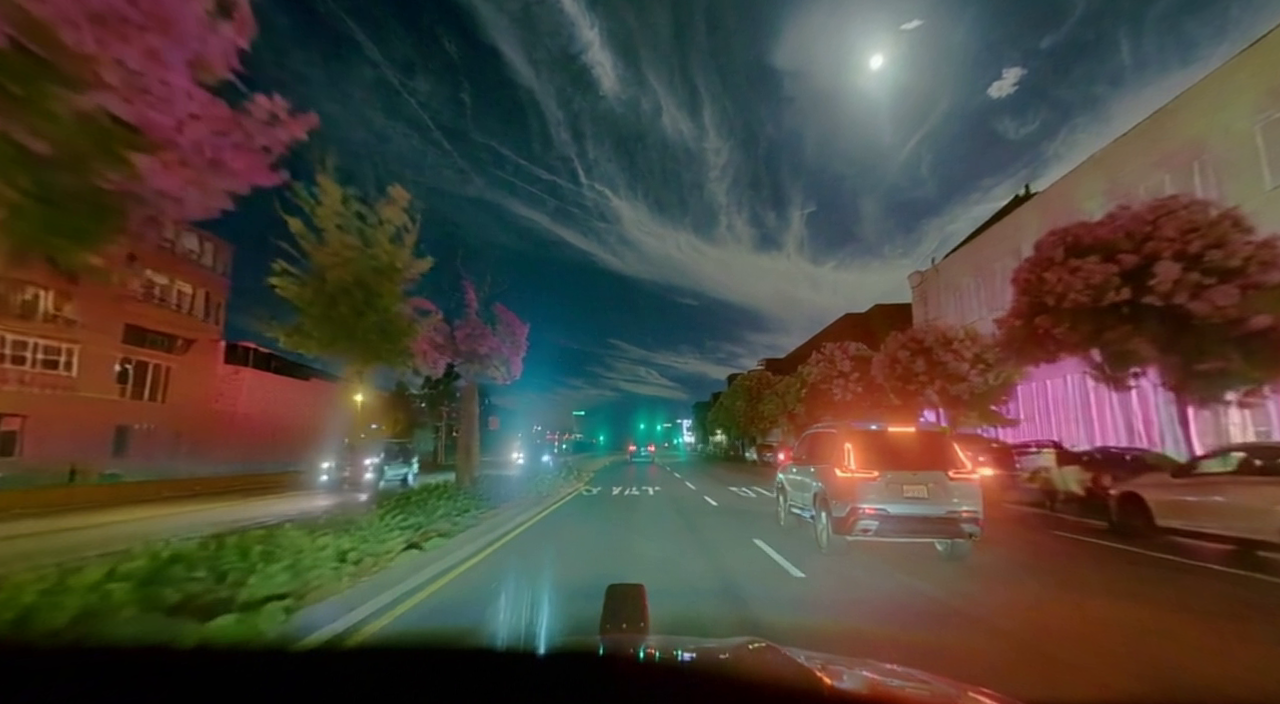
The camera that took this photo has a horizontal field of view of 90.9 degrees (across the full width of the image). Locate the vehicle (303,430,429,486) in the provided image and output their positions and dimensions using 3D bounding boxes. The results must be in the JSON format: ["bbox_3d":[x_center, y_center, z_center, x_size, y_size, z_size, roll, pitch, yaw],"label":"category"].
[{"bbox_3d":[-10.300,4.061,24.430,2.502,1.881,5.953,0,-9,-3],"label":"vehicle"}]

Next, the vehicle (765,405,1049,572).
[{"bbox_3d":[3.280,1.785,9.009,2.071,1.747,4.549,0,-8,0],"label":"vehicle"}]

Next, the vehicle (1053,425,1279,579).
[{"bbox_3d":[7.577,1.700,7.562,2.011,1.566,4.722,0,-8,0],"label":"vehicle"}]

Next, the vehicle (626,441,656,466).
[{"bbox_3d":[0.137,7.889,49.078,2.244,1.813,4.129,0,-8,1],"label":"vehicle"}]
